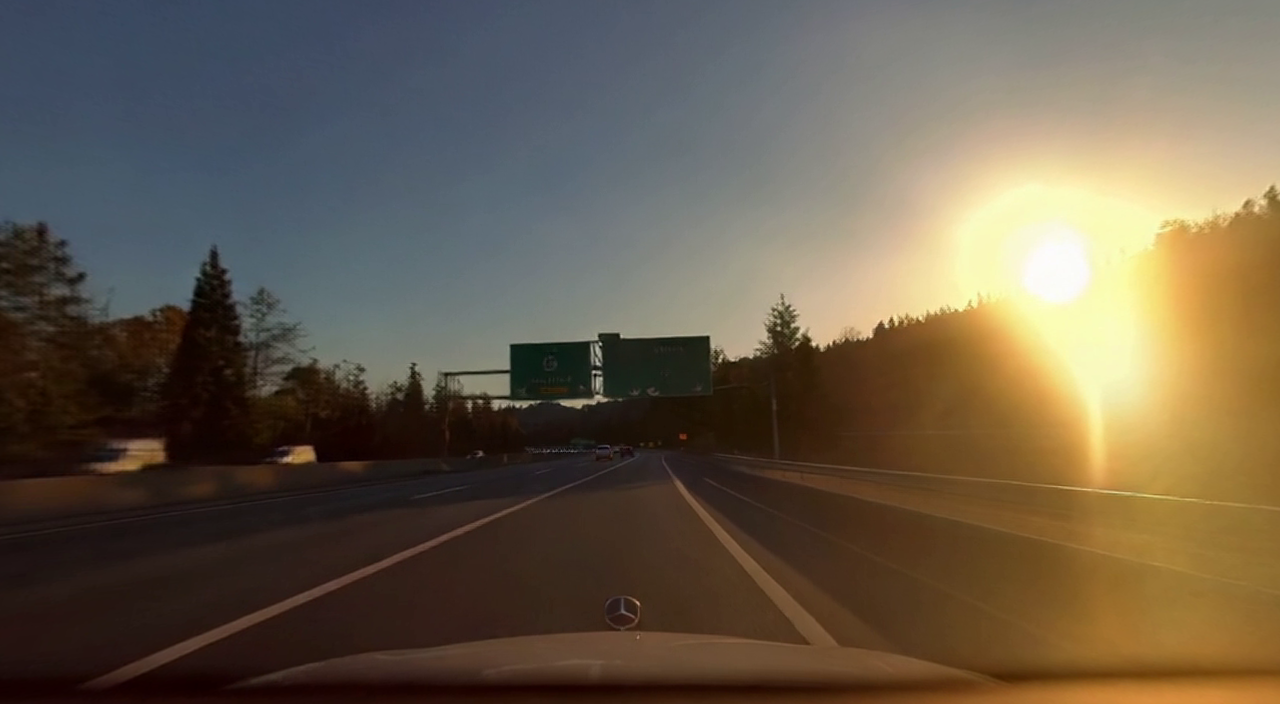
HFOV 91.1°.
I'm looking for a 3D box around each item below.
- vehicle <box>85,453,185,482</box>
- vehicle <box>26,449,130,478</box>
[{"bbox_3d":[-27.755,6.351,34.765,1.766,1.462,4.382,-1,-9,2],"label":"vehicle"},{"bbox_3d":[-35.493,7.031,39.904,1.891,1.739,4.958,-1,-9,2],"label":"vehicle"}]
